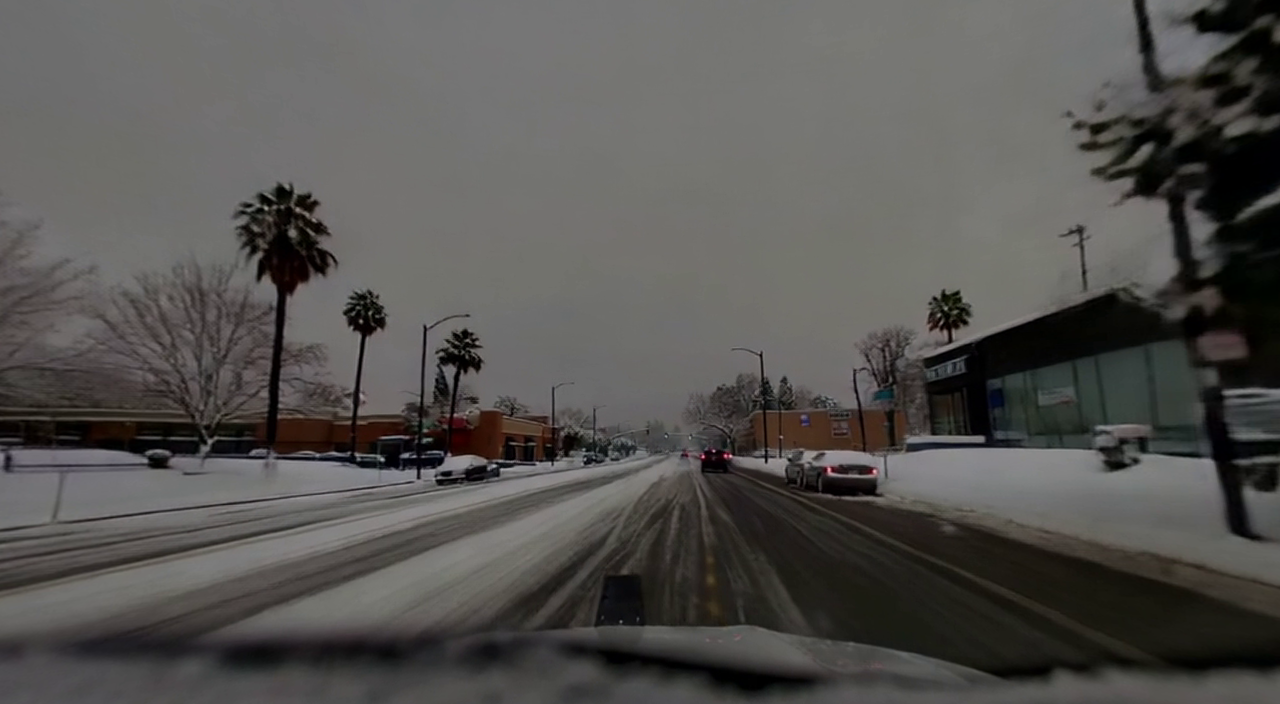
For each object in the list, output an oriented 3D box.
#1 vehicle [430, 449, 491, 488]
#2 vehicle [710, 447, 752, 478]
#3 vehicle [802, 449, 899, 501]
[{"bbox_3d":[-10.932,7.093,38.898,1.949,2.026,5.141,1,-8,2],"label":"vehicle"},{"bbox_3d":[4.799,5.861,33.860,2.067,1.477,4.653,-1,-9,6],"label":"vehicle"},{"bbox_3d":[6.845,4.002,21.024,1.834,1.504,4.331,0,-9,2],"label":"vehicle"}]
